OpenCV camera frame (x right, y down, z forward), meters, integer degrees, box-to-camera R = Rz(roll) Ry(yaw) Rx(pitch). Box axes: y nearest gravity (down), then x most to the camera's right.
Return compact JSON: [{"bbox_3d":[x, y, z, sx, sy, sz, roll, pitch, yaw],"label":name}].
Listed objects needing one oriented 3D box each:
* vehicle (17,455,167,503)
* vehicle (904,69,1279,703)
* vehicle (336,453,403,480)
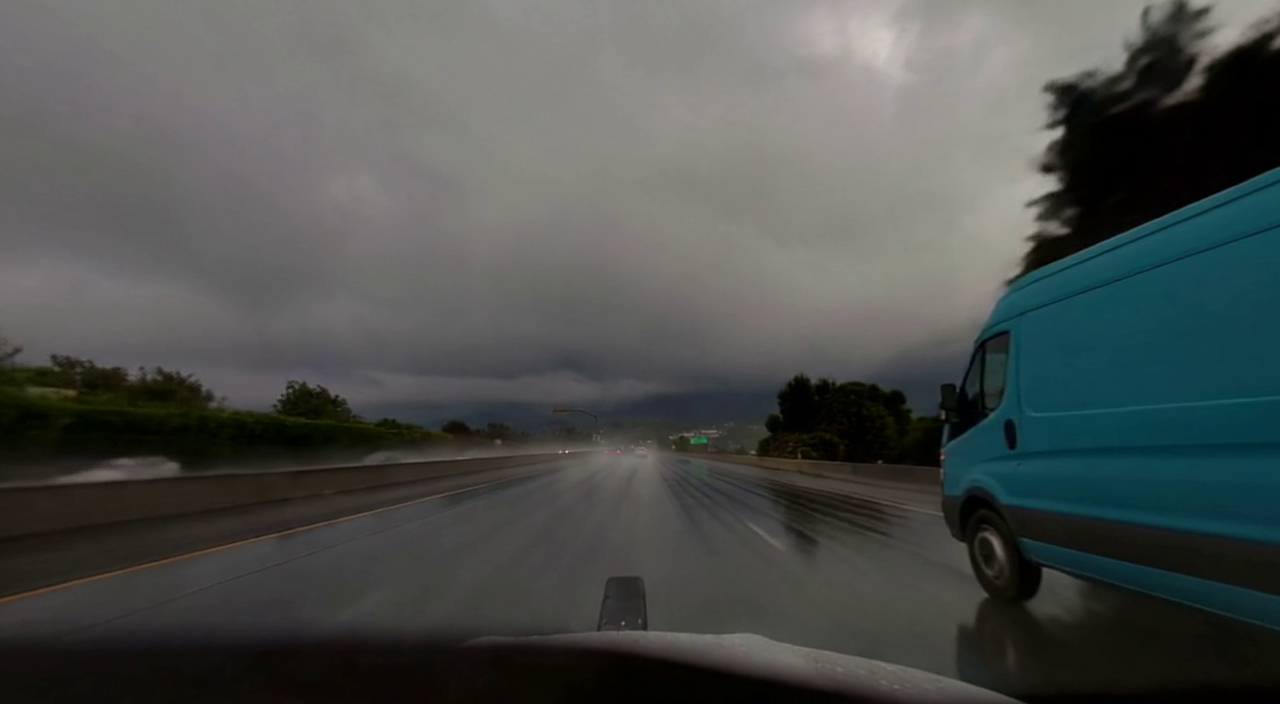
[{"bbox_3d":[-19.746,4.554,22.969,1.865,1.520,3.984,0,-9,0],"label":"vehicle"},{"bbox_3d":[3.935,0.260,2.772,2.527,2.809,6.831,0,-9,0],"label":"vehicle"},{"bbox_3d":[-16.129,6.820,37.811,2.040,1.468,4.504,0,-9,-1],"label":"vehicle"}]
